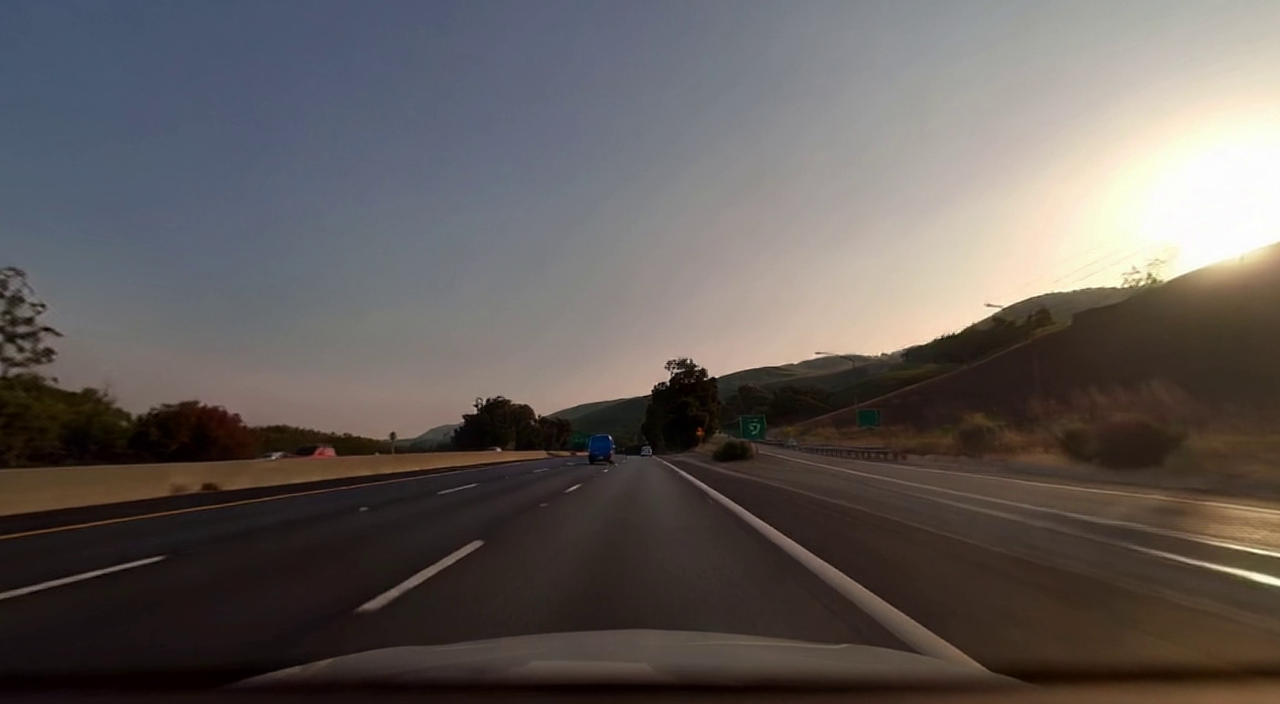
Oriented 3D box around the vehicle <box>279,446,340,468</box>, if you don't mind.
[{"bbox_3d":[-25.798,8.176,49.228,1.964,1.621,5.002,0,-8,1],"label":"vehicle"}]
